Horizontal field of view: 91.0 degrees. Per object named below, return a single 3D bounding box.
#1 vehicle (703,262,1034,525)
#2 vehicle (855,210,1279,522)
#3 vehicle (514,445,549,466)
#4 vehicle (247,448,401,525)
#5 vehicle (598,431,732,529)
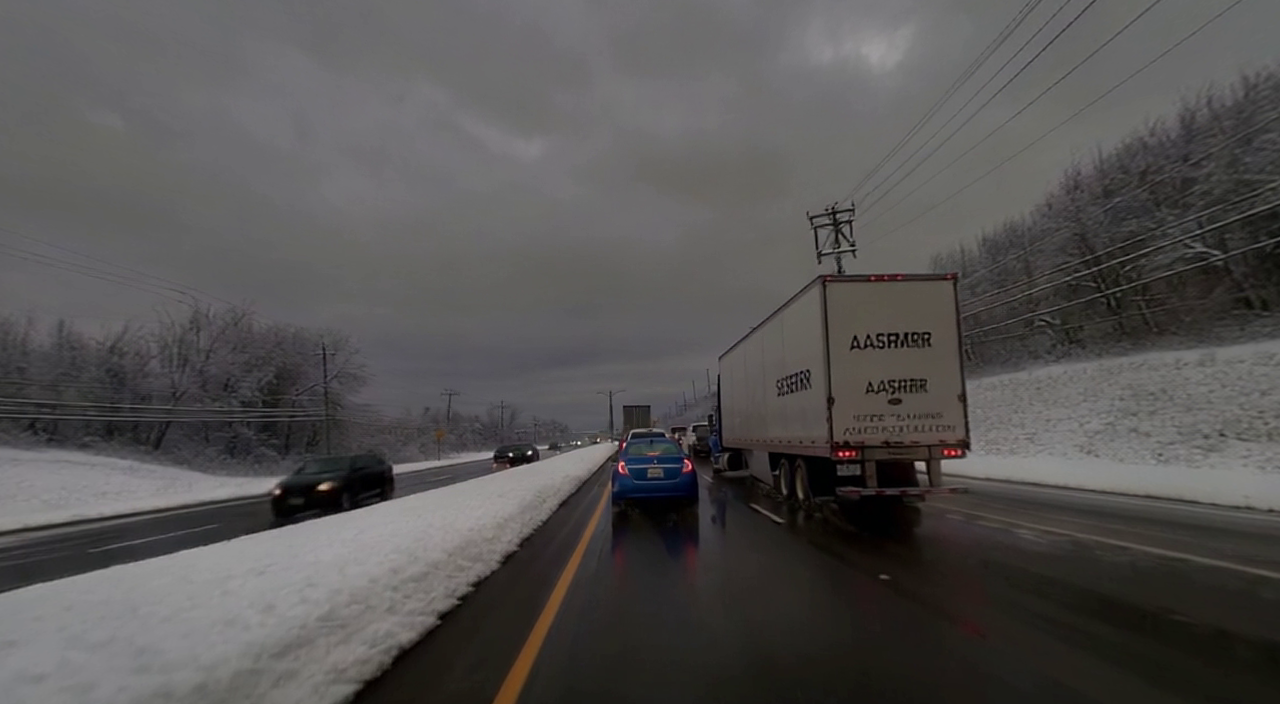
[{"bbox_3d":[4.180,1.574,16.827,3.138,4.065,14.276,0,-8,-2],"label":"vehicle"},{"bbox_3d":[8.700,0.983,14.459,2.845,4.146,12.401,0,-8,-1],"label":"vehicle"},{"bbox_3d":[-8.202,7.832,47.800,1.848,1.512,4.327,-1,-8,0],"label":"vehicle"},{"bbox_3d":[-7.778,3.294,15.981,1.926,1.606,3.853,-1,-8,-1],"label":"vehicle"},{"bbox_3d":[0.331,2.205,11.437,2.045,1.446,3.597,0,-8,-2],"label":"vehicle"}]
